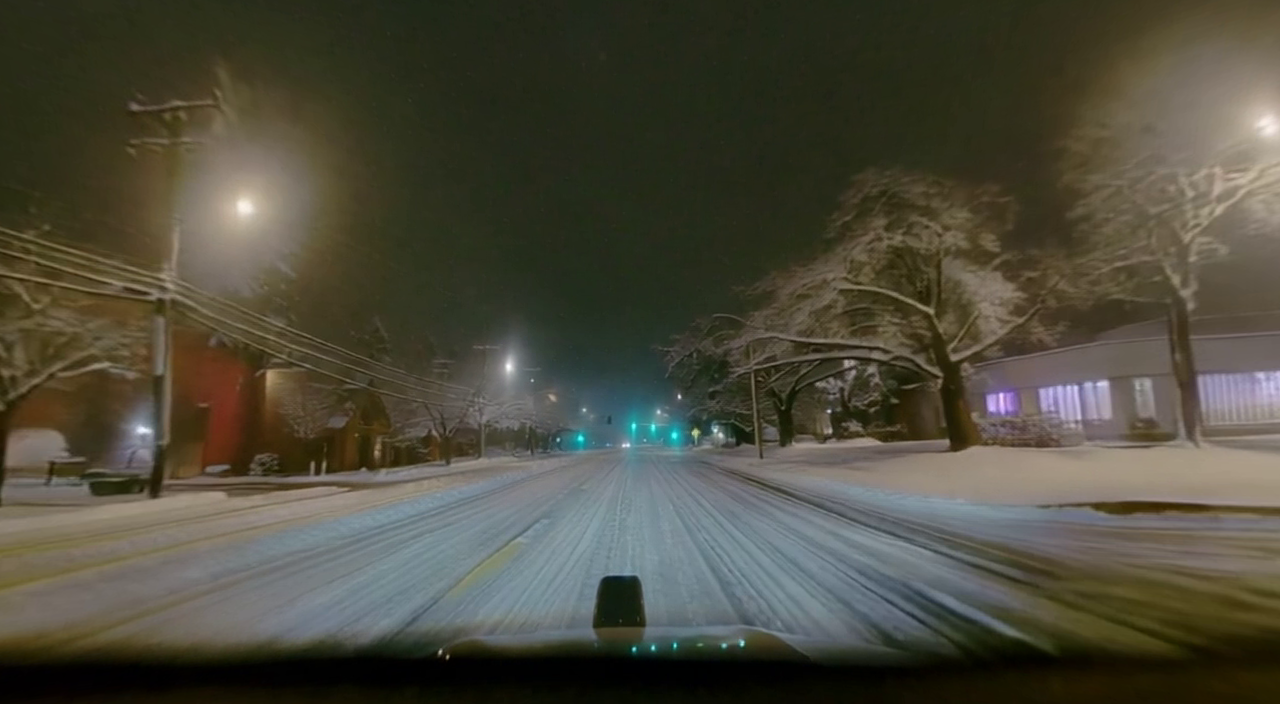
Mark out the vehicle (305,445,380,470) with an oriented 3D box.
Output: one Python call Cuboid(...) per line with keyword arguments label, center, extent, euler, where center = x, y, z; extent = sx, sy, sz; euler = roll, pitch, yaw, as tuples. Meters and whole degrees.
Cuboid(label="vehicle", center=(-23.166, 8.236, 49.291), extent=(4.794, 1.869, 2.060), euler=(-1, -9, 4))
